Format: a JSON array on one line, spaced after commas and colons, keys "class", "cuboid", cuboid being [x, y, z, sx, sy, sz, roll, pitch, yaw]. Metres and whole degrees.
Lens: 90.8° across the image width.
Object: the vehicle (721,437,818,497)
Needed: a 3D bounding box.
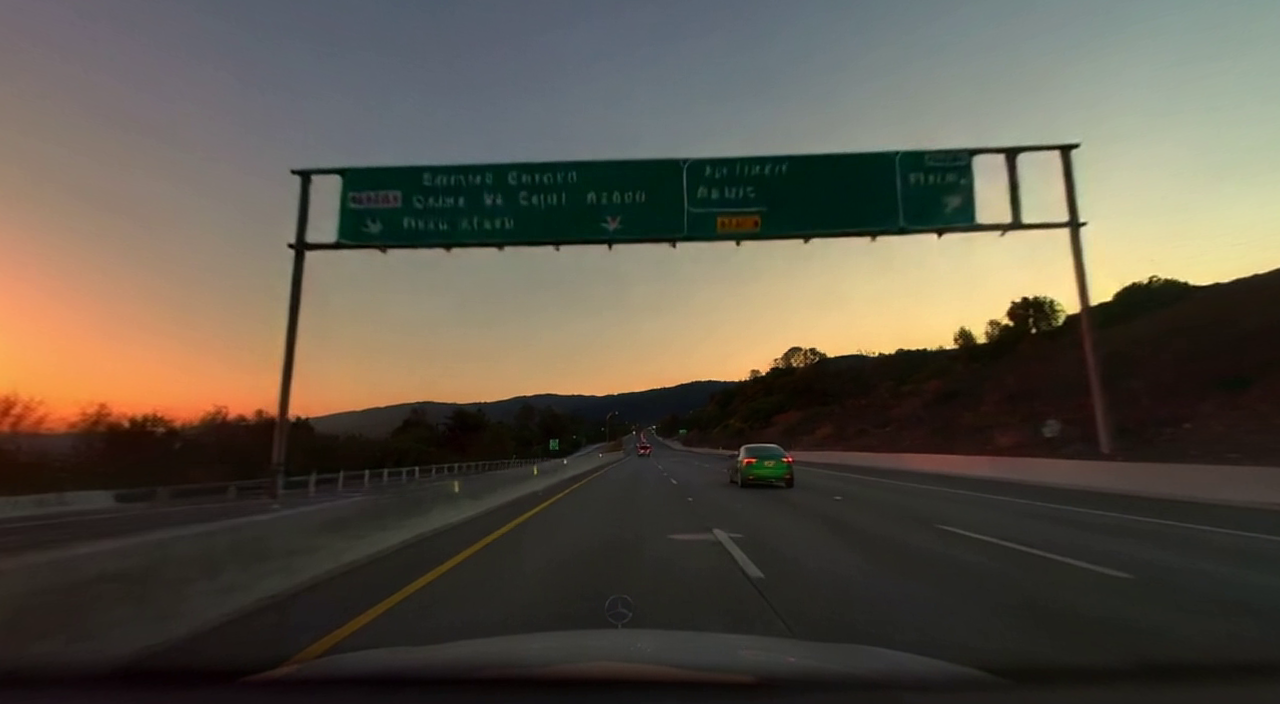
[{"class": "vehicle", "cuboid": [3.590, 3.256, 18.239, 1.874, 1.506, 4.116, 0, -8, -1]}]
